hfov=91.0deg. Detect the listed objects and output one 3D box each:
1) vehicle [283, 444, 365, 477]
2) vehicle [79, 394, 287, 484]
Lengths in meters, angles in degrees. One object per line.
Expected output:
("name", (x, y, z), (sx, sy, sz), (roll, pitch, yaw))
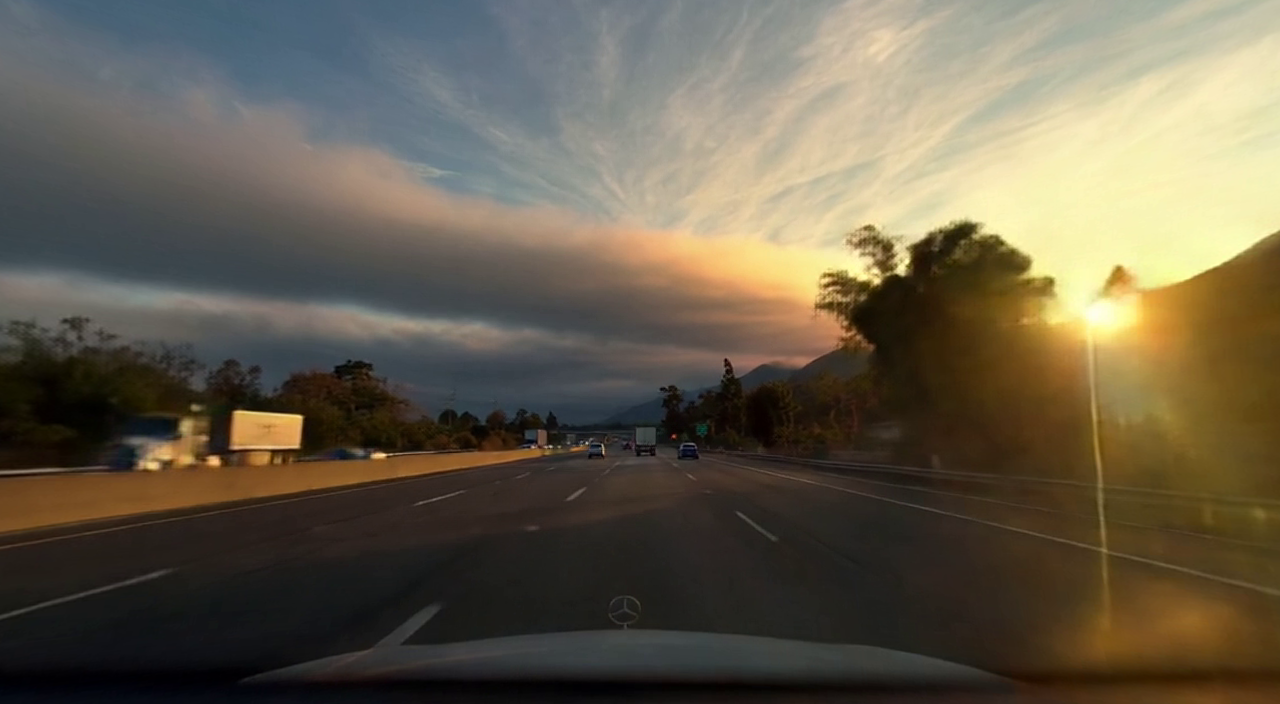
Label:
("vehicle", (-15.469, 5.310, 31.104), (1.895, 1.503, 4.138), (0, -8, 0))
("vehicle", (-23.710, 4.693, 33.828), (3.474, 4.099, 10.030), (0, -8, 0))
